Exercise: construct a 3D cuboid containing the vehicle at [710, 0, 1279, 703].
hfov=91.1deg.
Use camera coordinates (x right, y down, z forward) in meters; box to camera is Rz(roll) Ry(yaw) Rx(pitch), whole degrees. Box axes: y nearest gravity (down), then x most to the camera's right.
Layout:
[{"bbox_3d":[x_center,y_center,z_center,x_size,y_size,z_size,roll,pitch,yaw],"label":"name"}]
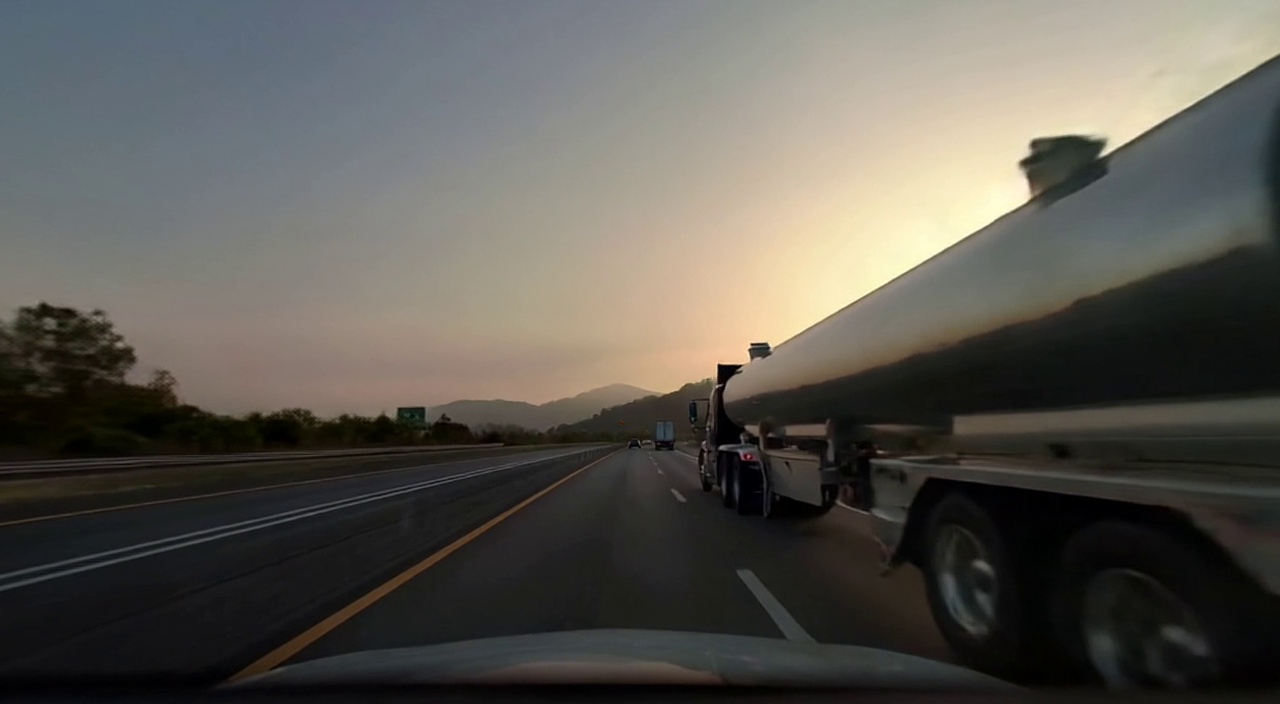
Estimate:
[{"bbox_3d":[3.077,0.618,8.113,2.946,3.745,11.516,1,-8,-1],"label":"vehicle"}]
